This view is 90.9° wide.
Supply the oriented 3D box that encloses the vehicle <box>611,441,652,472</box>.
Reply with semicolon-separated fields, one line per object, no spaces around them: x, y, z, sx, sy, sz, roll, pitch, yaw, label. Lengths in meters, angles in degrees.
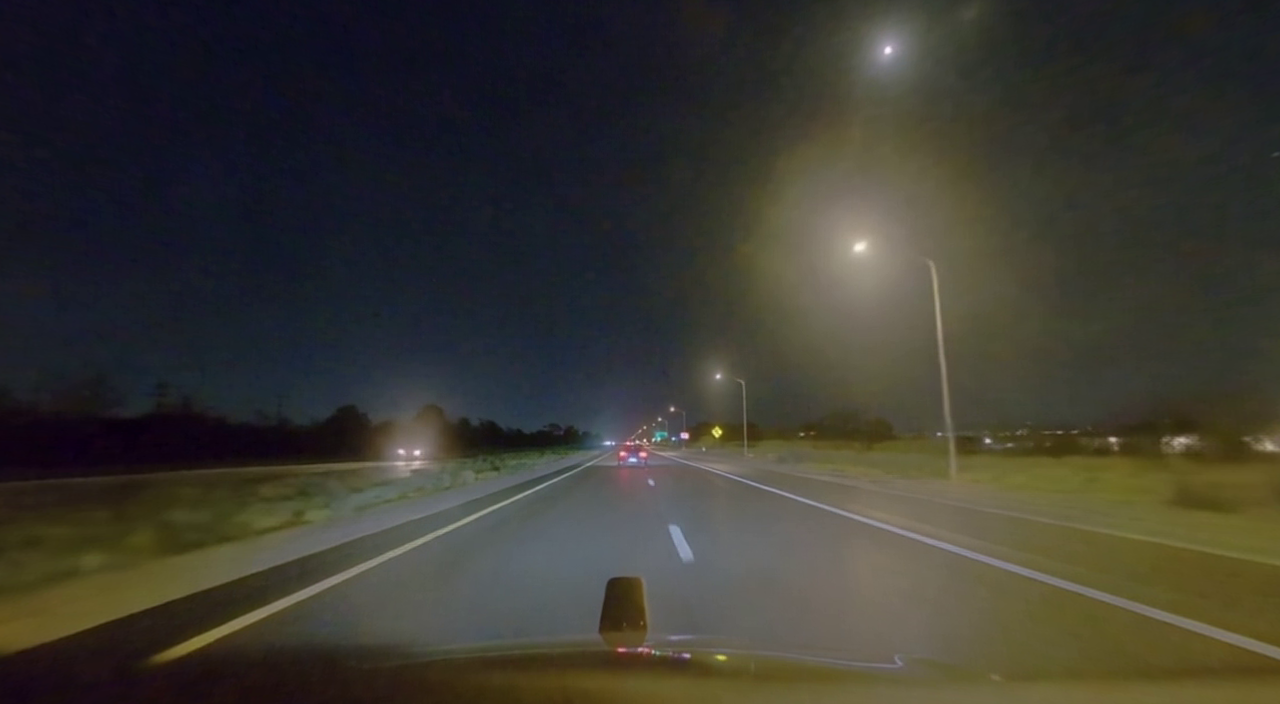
-0.467;5.403;32.939;1.991;1.475;4.302;0;-8;-2;vehicle
